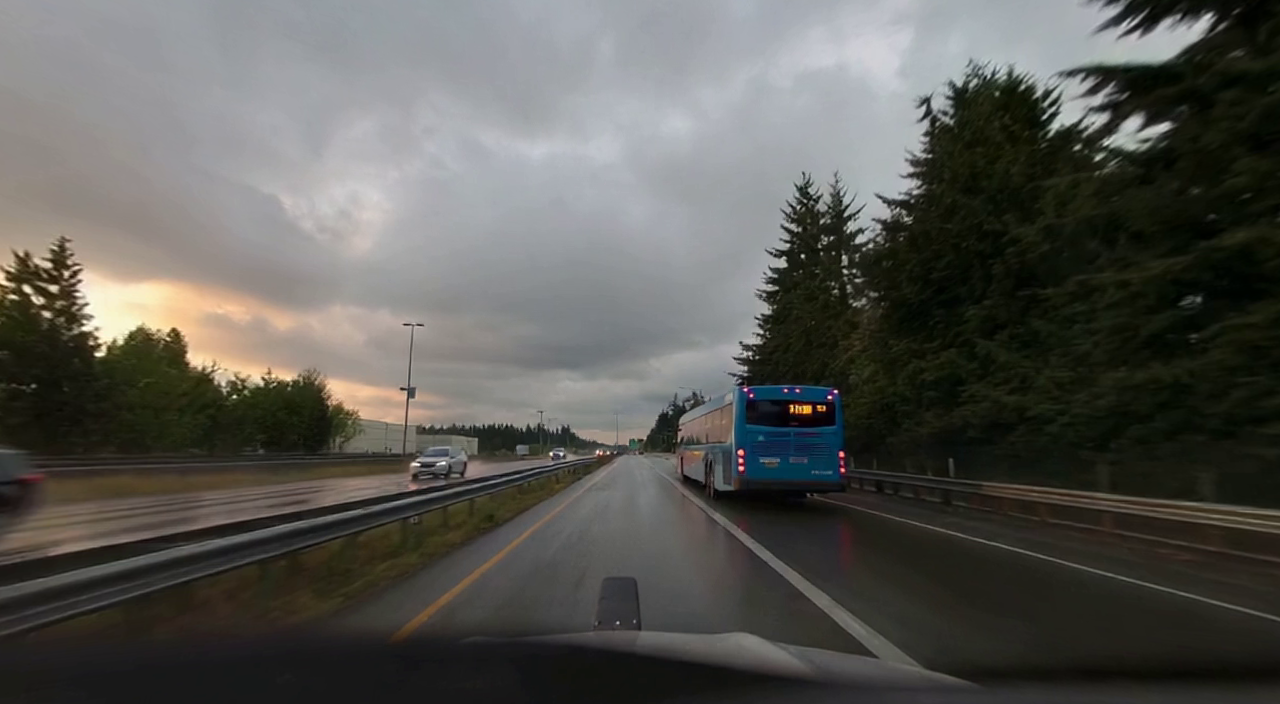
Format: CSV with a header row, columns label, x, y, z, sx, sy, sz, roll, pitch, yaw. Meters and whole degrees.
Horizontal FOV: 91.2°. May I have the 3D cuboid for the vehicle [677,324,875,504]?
label,x,y,z,sx,sy,sz,roll,pitch,yaw
vehicle,3.469,2.439,21.342,3.277,4.084,14.213,0,-9,-1
